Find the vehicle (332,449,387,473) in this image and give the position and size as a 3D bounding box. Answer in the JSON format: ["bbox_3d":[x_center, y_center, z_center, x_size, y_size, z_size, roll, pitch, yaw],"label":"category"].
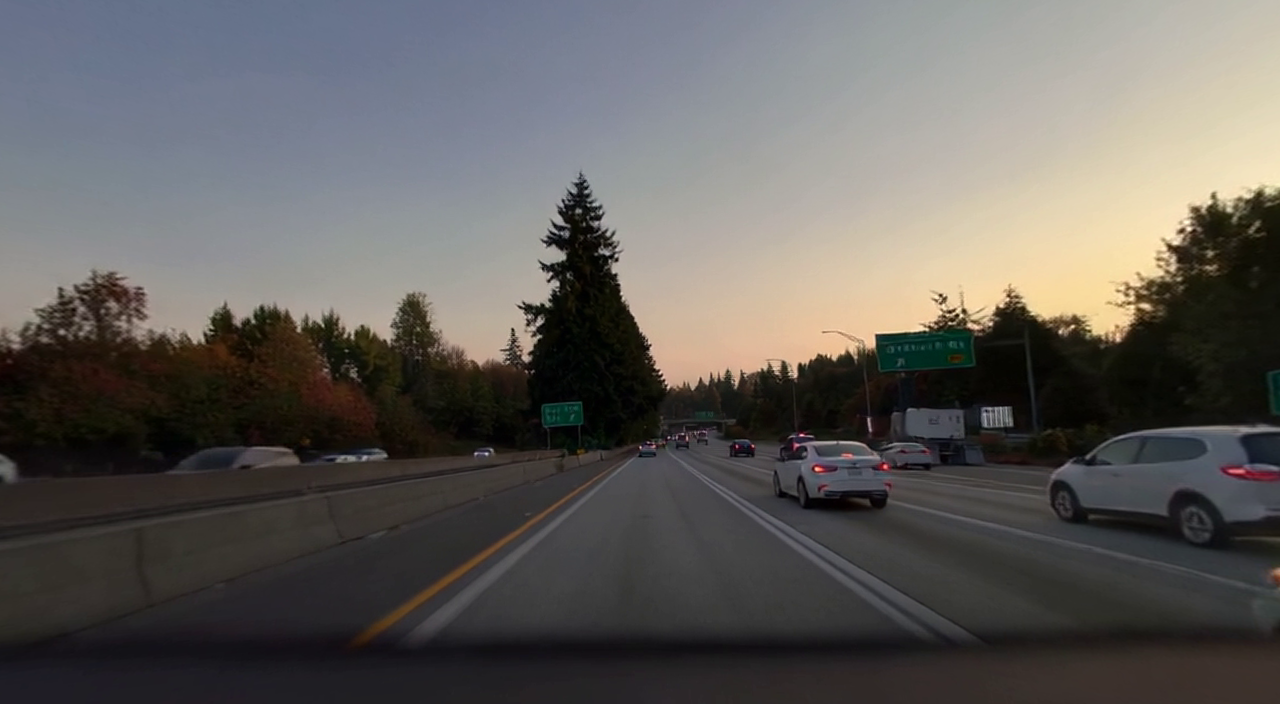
[{"bbox_3d":[-21.483,8.338,48.542,2.117,1.716,4.533,0,-8,0],"label":"vehicle"}]

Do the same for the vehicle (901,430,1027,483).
[{"bbox_3d":[11.508,3.735,22.868,1.954,1.685,4.935,0,-8,0],"label":"vehicle"}]

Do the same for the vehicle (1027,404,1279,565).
[{"bbox_3d":[7.761,1.691,8.689,1.966,1.686,4.532,0,-8,0],"label":"vehicle"}]

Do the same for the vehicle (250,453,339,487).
[{"bbox_3d":[-16.926,5.798,31.207,1.854,1.465,4.484,0,-8,0],"label":"vehicle"}]

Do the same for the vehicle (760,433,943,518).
[{"bbox_3d":[4.261,2.577,13.845,2.223,1.483,5.075,0,-8,0],"label":"vehicle"}]

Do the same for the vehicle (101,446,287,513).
[{"bbox_3d":[-12.934,3.664,18.801,2.123,1.698,4.656,0,-8,0],"label":"vehicle"}]
